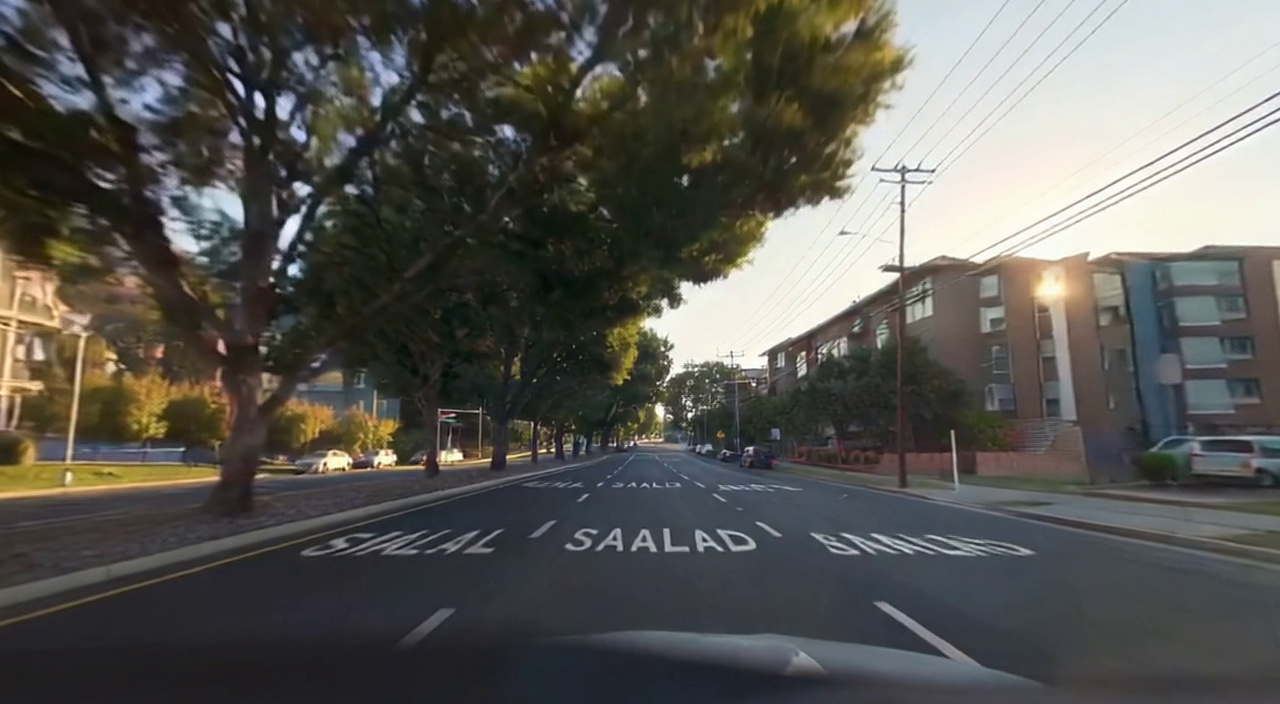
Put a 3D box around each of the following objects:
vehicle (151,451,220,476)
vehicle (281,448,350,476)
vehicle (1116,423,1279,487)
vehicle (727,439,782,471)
[{"bbox_3d":[-31.245,7.662,43.523,1.799,1.597,3.904,0,-8,0],"label":"vehicle"},{"bbox_3d":[-22.326,7.539,43.607,2.323,1.754,4.425,0,-8,0],"label":"vehicle"},{"bbox_3d":[17.577,3.138,19.495,1.960,1.725,4.616,0,-8,-2],"label":"vehicle"},{"bbox_3d":[7.542,6.838,42.127,2.747,1.938,4.708,0,-8,-1],"label":"vehicle"}]
